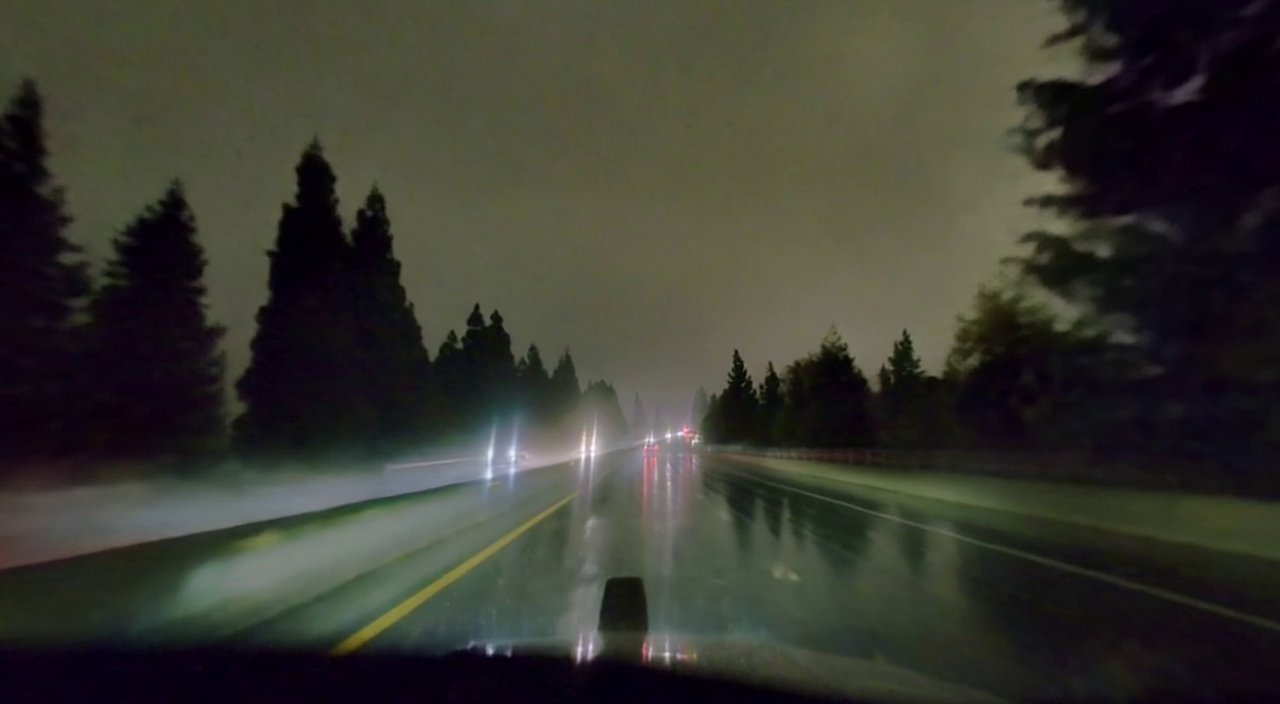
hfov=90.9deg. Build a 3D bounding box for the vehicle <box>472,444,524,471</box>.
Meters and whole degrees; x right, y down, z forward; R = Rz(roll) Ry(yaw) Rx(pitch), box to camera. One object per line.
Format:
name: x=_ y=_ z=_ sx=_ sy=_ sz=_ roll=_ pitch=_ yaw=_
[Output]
vehicle: x=-8.645 y=6.444 z=38.740 sx=2.040 sy=1.491 sz=4.606 roll=0 pitch=-9 yaw=1
